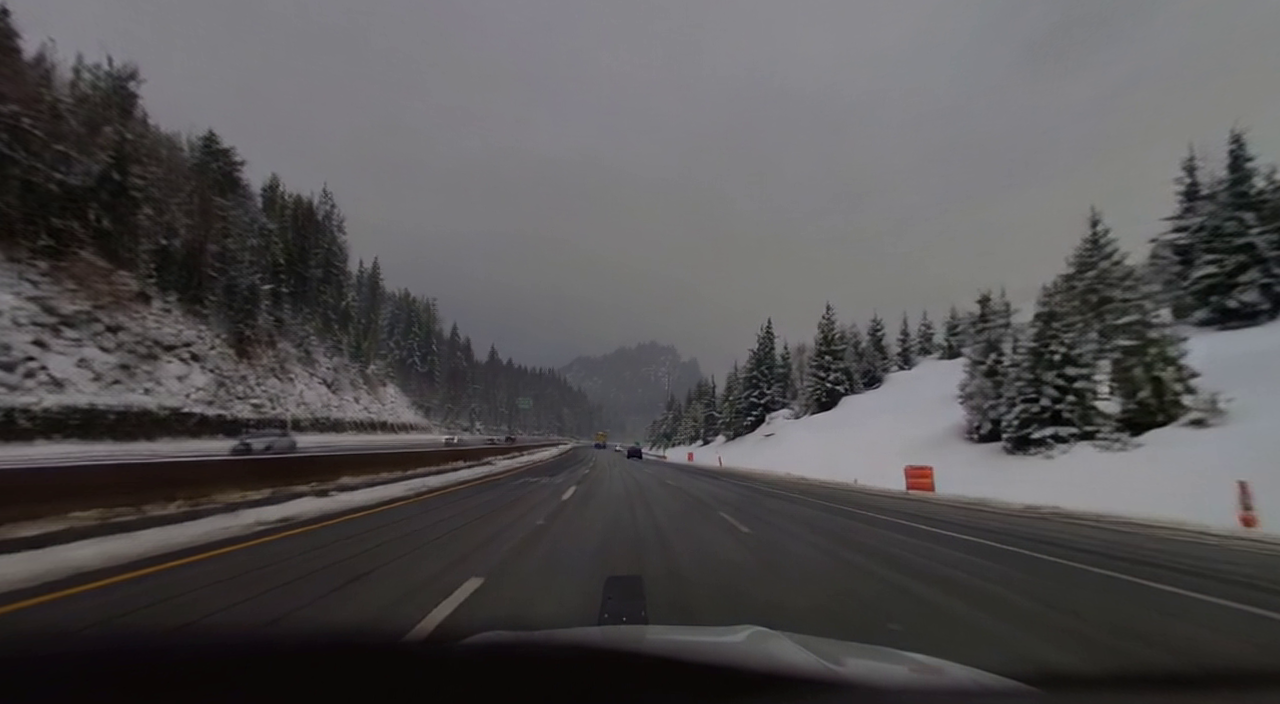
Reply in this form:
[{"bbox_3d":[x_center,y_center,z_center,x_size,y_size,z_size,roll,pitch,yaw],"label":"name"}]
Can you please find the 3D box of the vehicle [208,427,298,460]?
[{"bbox_3d":[-19.570,4.690,32.149,1.885,1.562,4.312,1,-9,-1],"label":"vehicle"}]
